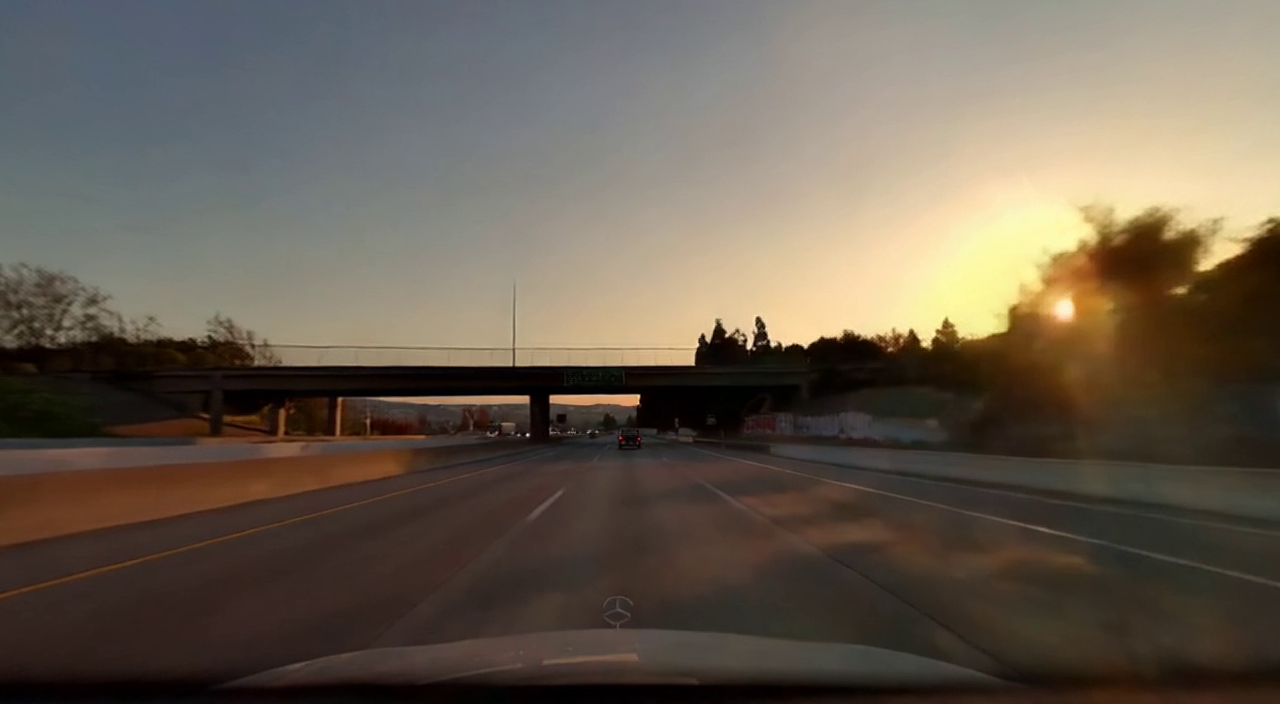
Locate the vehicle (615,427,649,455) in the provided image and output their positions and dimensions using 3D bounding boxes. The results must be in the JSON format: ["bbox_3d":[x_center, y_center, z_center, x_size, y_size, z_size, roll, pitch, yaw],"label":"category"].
[{"bbox_3d":[-0.624,6.400,45.396,2.277,1.913,4.510,0,-8,-2],"label":"vehicle"}]
